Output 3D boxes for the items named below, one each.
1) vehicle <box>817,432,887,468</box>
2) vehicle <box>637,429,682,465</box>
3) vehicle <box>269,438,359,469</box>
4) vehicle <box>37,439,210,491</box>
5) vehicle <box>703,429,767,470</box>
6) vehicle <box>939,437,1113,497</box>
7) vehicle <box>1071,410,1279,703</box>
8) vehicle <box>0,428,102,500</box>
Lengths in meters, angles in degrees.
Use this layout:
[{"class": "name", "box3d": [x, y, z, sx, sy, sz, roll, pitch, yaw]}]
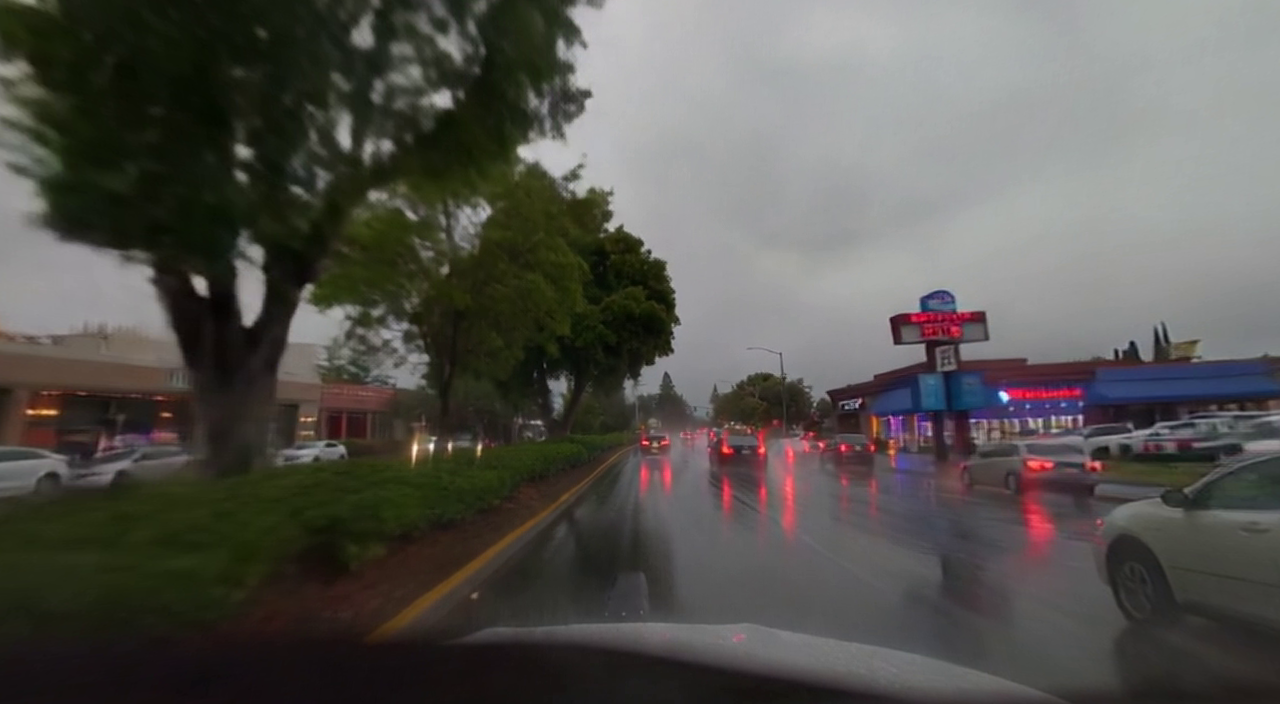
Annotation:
[{"class": "vehicle", "box3d": [10.854, 5.068, 32.525, 2.123, 1.726, 4.520, 0, -8, 1]}, {"class": "vehicle", "box3d": [0.945, 4.796, 31.718, 2.098, 1.682, 3.778, 0, -8, 1]}, {"class": "vehicle", "box3d": [-18.265, 5.681, 35.520, 2.034, 1.532, 5.548, 0, -7, 1]}, {"class": "vehicle", "box3d": [-18.546, 4.050, 22.974, 2.141, 1.655, 4.978, 0, -8, -1]}, {"class": "vehicle", "box3d": [4.110, 4.311, 27.887, 2.115, 1.692, 4.189, 0, -8, -1]}, {"class": "vehicle", "box3d": [10.979, 3.281, 18.372, 2.110, 1.535, 4.506, 0, -8, -2]}, {"class": "vehicle", "box3d": [4.041, 0.893, 2.175, 1.908, 1.463, 4.506, 0, -8, 0]}, {"class": "vehicle", "box3d": [-18.589, 3.153, 17.725, 1.948, 1.965, 5.421, 0, -8, -1]}]
